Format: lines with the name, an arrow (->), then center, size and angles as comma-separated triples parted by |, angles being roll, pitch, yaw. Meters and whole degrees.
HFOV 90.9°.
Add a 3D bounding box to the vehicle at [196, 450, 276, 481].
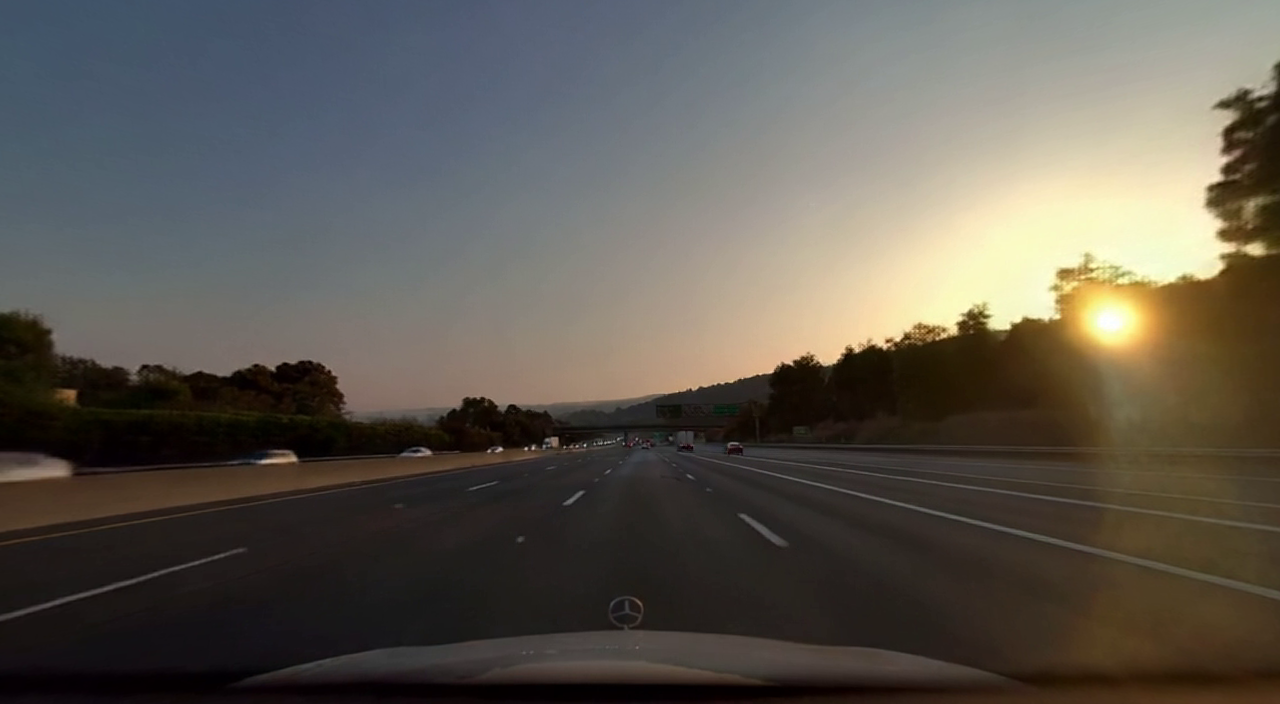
vehicle -> -27.389, 7.659, 42.967 | 2.166, 1.899, 4.886 | 0, -8, 0
